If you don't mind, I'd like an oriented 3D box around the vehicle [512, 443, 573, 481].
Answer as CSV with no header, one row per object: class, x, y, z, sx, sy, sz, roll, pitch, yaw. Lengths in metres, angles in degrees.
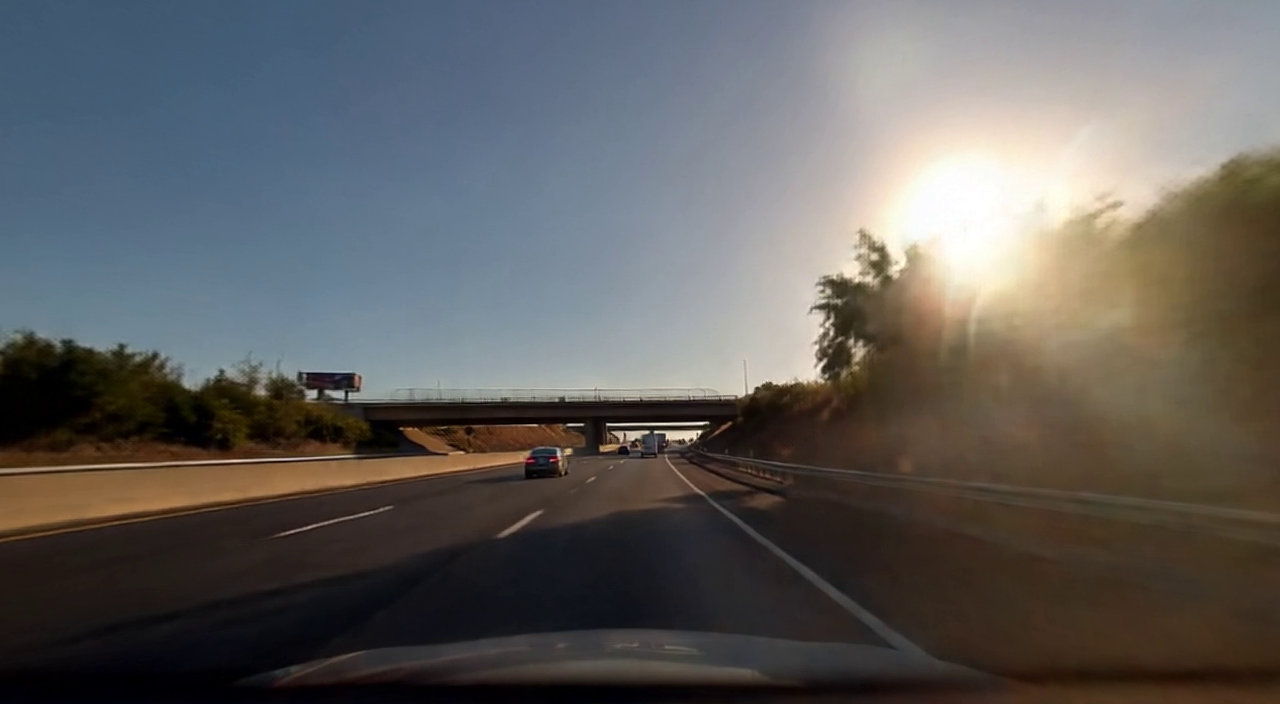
vehicle,-4.260,4.884,28.186,1.961,1.540,4.487,-1,-9,1
